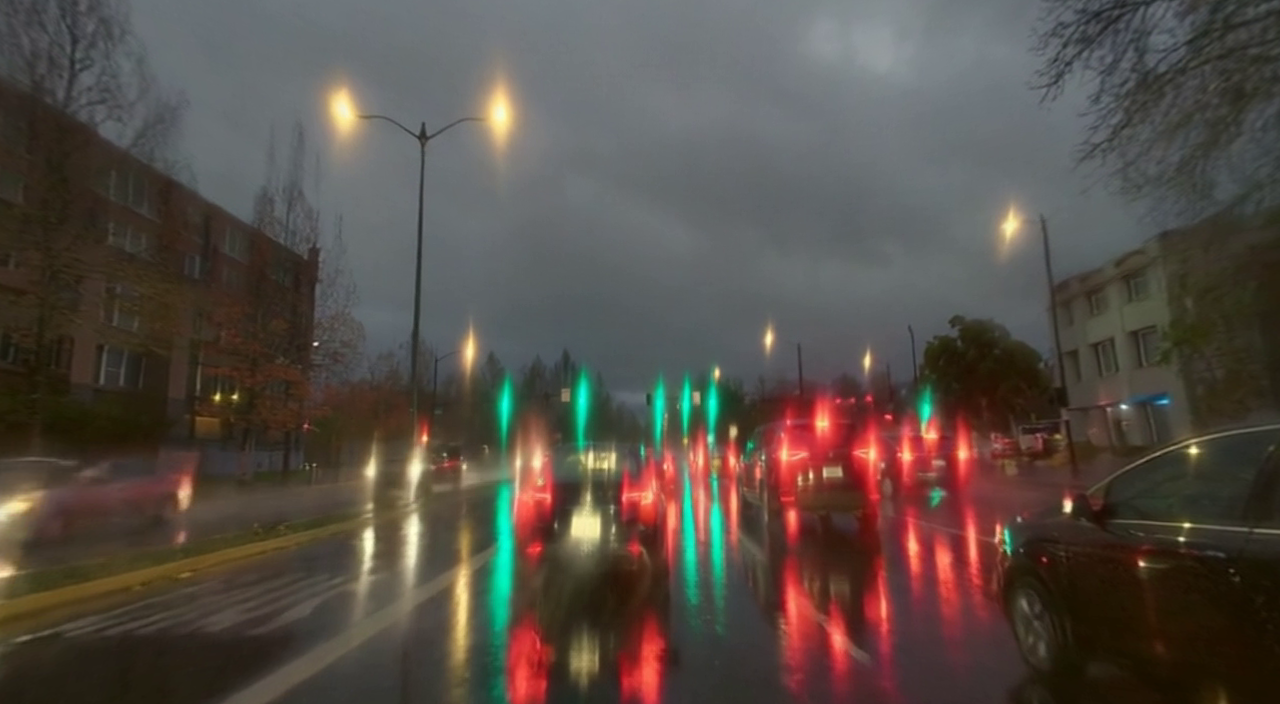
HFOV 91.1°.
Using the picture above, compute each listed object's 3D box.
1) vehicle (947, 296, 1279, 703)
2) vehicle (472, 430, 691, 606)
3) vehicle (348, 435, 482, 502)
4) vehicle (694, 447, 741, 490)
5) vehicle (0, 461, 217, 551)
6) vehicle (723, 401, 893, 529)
[{"bbox_3d":[3.159,0.809,2.165,1.982,1.960,4.427,0,-9,1],"label":"vehicle"},{"bbox_3d":[-0.536,1.912,8.147,2.111,1.676,4.018,0,-9,1],"label":"vehicle"},{"bbox_3d":[-8.632,4.526,25.009,2.815,2.263,6.416,0,-9,1],"label":"vehicle"},{"bbox_3d":[3.219,4.911,26.772,1.518,1.650,4.408,0,-9,1],"label":"vehicle"},{"bbox_3d":[-12.729,3.473,14.891,2.005,1.660,4.676,0,-9,1],"label":"vehicle"},{"bbox_3d":[3.658,2.643,15.213,2.516,2.481,5.766,0,-9,0],"label":"vehicle"}]
